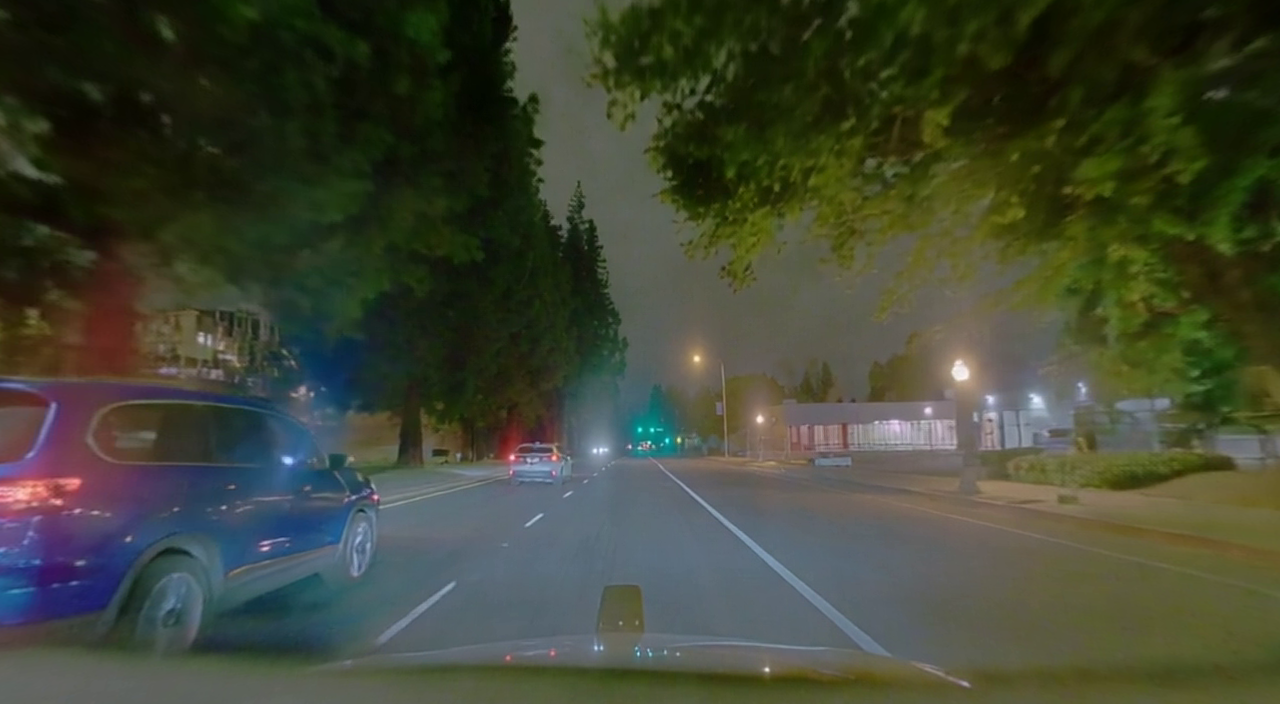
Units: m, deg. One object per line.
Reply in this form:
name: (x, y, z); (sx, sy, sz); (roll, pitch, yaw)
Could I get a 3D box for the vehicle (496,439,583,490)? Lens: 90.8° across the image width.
vehicle: (-3.157, 3.647, 20.807); (2.069, 1.470, 4.601); (0, -8, 0)

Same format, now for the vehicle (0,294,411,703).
vehicle: (-3.383, 1.007, 4.309); (2.042, 1.817, 4.364); (0, -8, -1)
